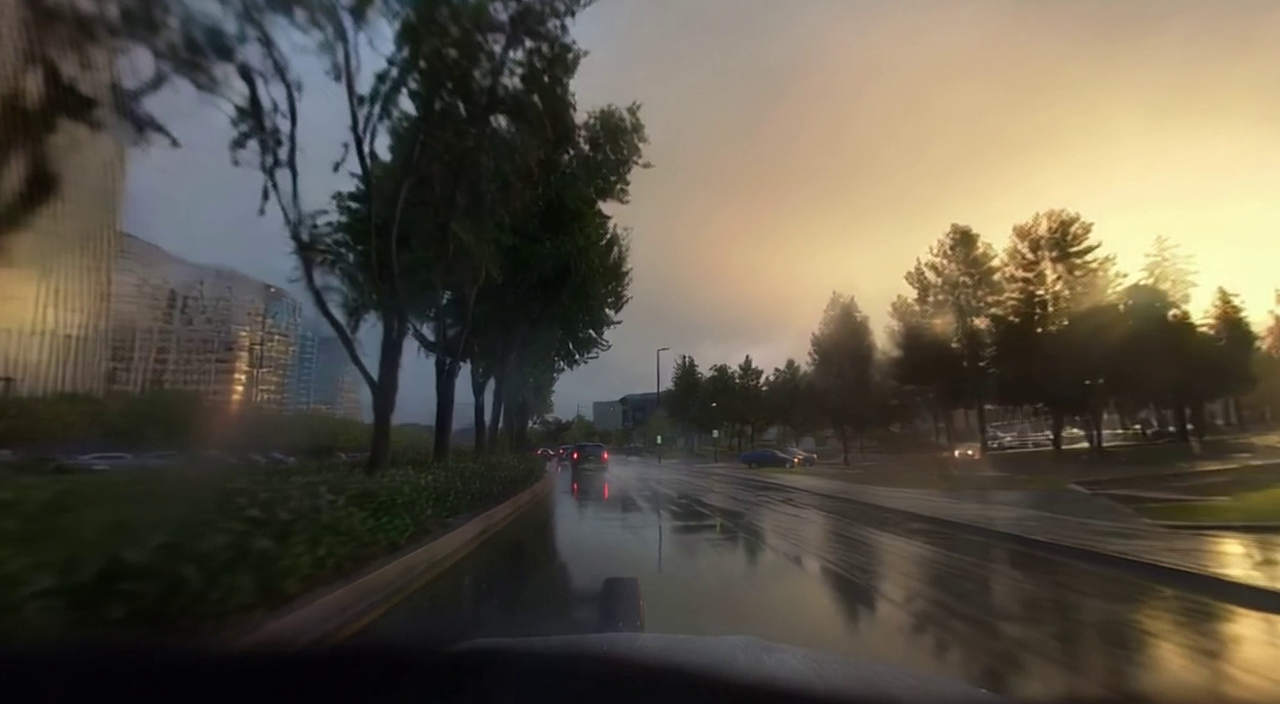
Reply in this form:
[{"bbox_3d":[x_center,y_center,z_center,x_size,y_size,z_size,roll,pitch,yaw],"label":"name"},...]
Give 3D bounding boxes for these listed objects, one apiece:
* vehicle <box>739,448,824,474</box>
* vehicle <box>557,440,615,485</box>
[{"bbox_3d":[8.416,6.562,37.900,4.645,1.505,2.100,0,-9,2],"label":"vehicle"},{"bbox_3d":[-2.251,4.555,26.235,2.183,1.675,4.319,1,-9,-5],"label":"vehicle"}]
